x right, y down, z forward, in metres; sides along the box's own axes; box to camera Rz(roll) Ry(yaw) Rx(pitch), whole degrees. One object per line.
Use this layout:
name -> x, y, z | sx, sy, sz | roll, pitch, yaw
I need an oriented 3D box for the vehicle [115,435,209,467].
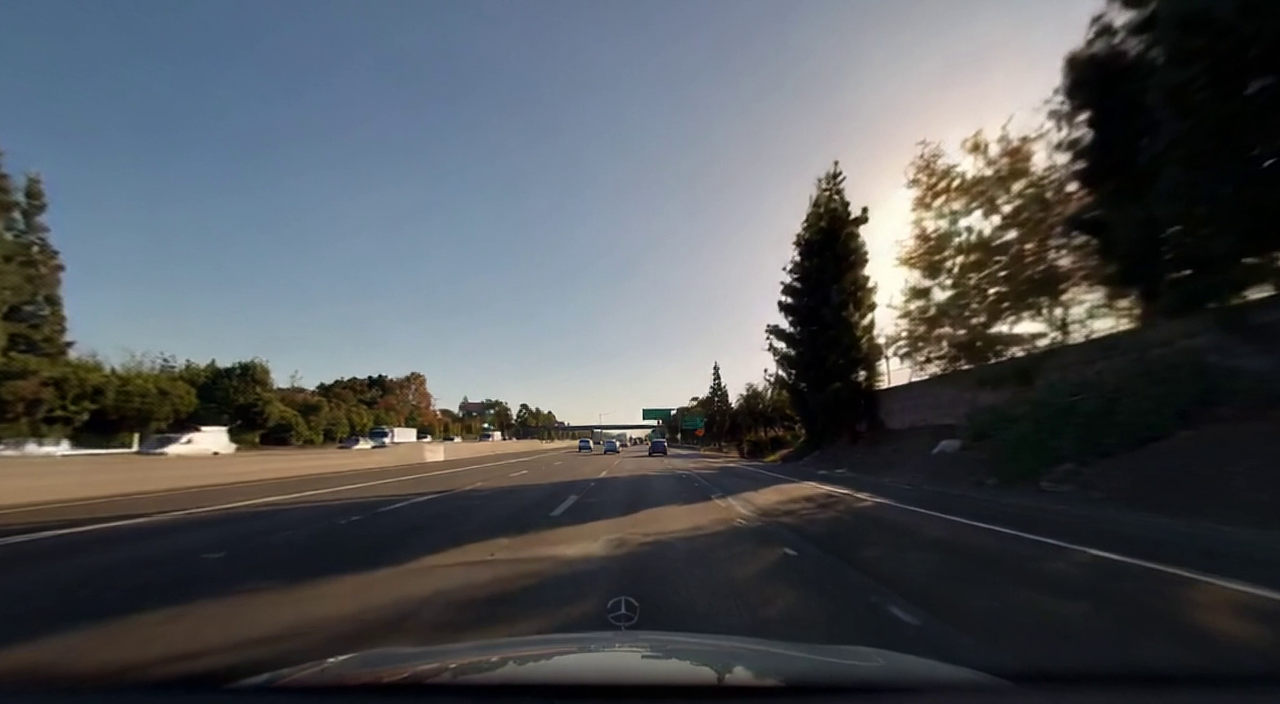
vehicle -> -27.877, 5.778, 37.043 | 1.953, 1.700, 4.559 | 0, -8, 0
